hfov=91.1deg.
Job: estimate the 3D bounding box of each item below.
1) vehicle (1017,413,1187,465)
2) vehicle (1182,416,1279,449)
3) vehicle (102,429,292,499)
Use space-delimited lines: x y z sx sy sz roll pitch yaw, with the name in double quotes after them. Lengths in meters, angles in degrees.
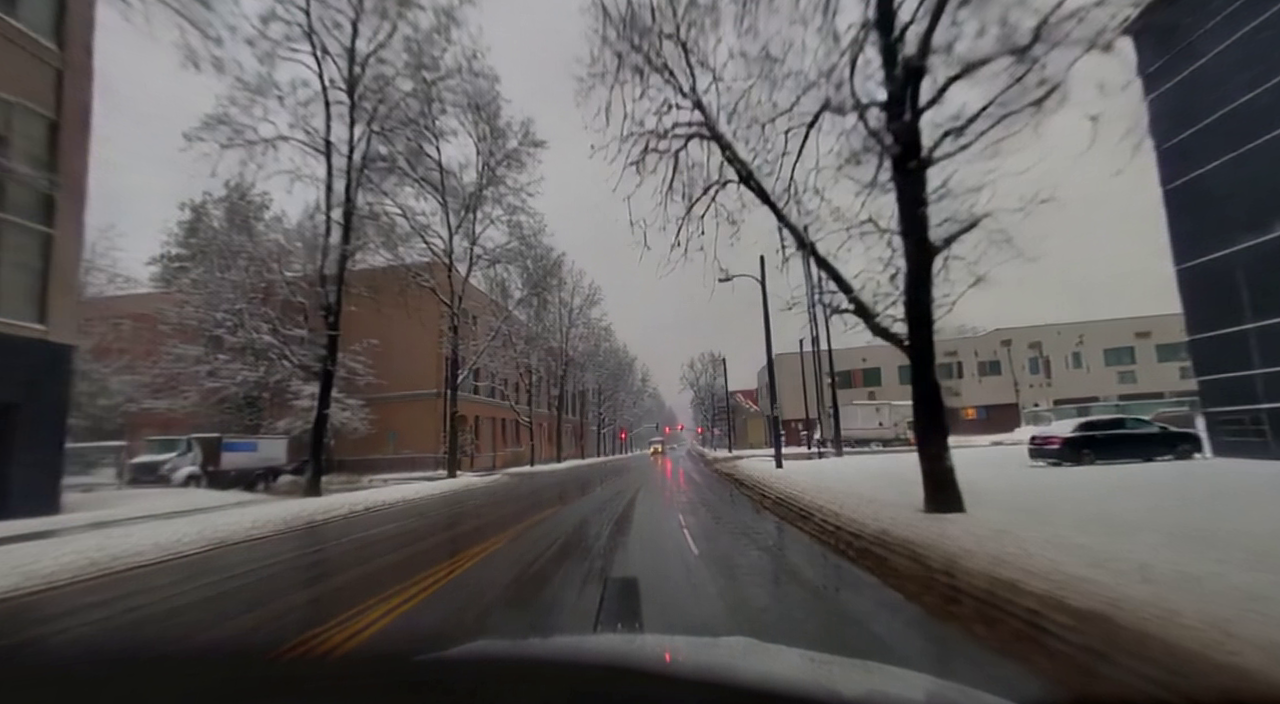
14.927 2.850 20.499 3.997 1.579 1.799 -1 -9 3 "vehicle"
27.120 3.646 28.308 3.531 1.414 1.906 -1 -9 5 "vehicle"
-19.749 4.952 28.662 2.166 2.698 7.006 -7 -9 20 "vehicle"
